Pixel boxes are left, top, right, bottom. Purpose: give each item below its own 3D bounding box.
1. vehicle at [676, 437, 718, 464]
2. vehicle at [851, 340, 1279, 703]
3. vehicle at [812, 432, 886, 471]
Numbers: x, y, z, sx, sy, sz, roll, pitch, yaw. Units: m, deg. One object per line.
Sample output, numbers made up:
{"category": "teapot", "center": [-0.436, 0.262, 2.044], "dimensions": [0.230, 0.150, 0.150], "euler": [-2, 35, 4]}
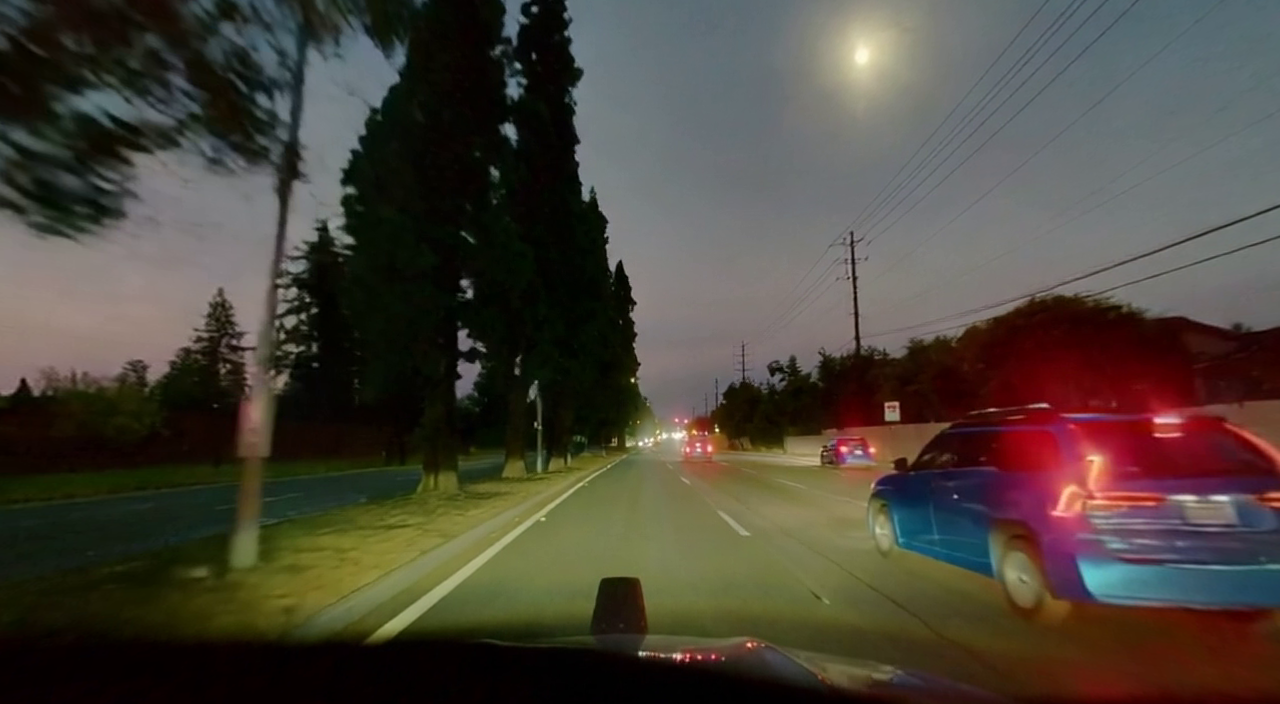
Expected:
{"category": "vehicle", "center": [3.365, 5.902, 37.853], "dimensions": [2.063, 1.481, 4.247], "euler": [0, -8, 0]}
{"category": "vehicle", "center": [3.600, 1.141, 5.122], "dimensions": [2.176, 1.752, 4.628], "euler": [0, -8, 0]}
{"category": "vehicle", "center": [9.912, 4.755, 30.221], "dimensions": [1.978, 1.700, 4.461], "euler": [0, -8, 0]}
